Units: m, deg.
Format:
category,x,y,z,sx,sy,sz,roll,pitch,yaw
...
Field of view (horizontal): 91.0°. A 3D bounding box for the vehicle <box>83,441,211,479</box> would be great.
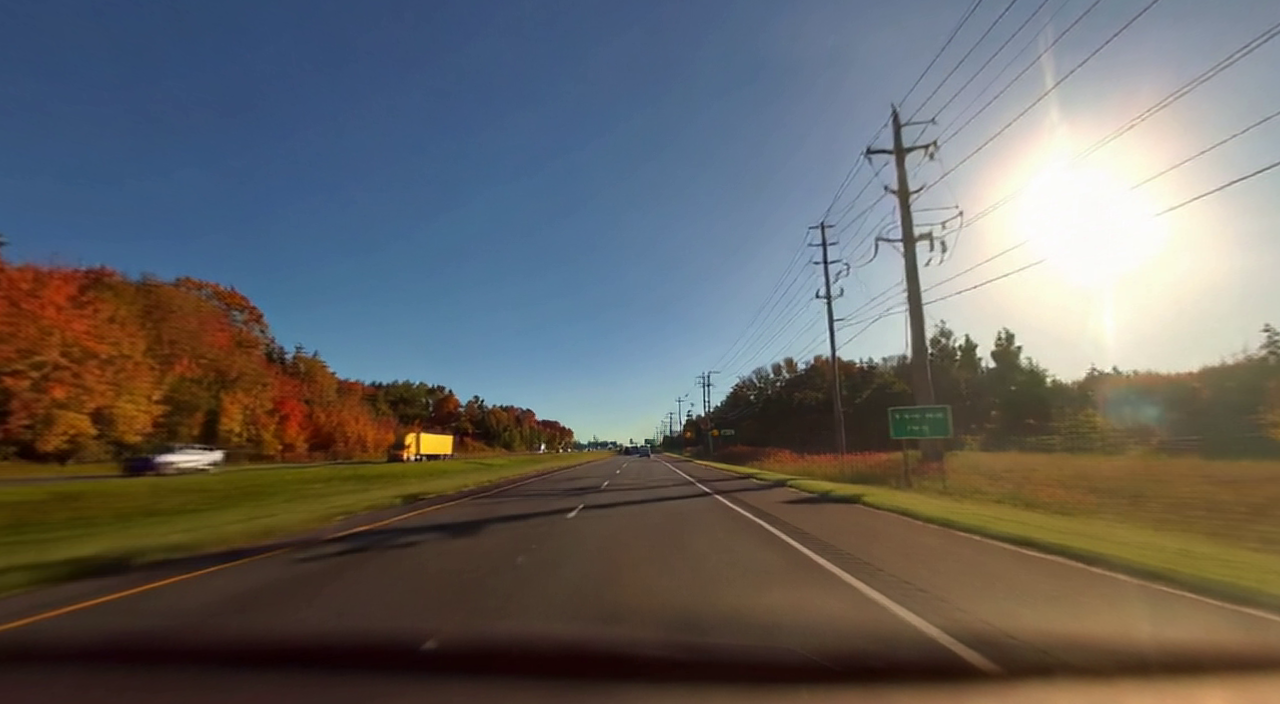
category,x,y,z,sx,sy,sz,roll,pitch,yaw
vehicle,-27.458,6.038,35.465,2.482,1.942,5.771,0,-9,1
